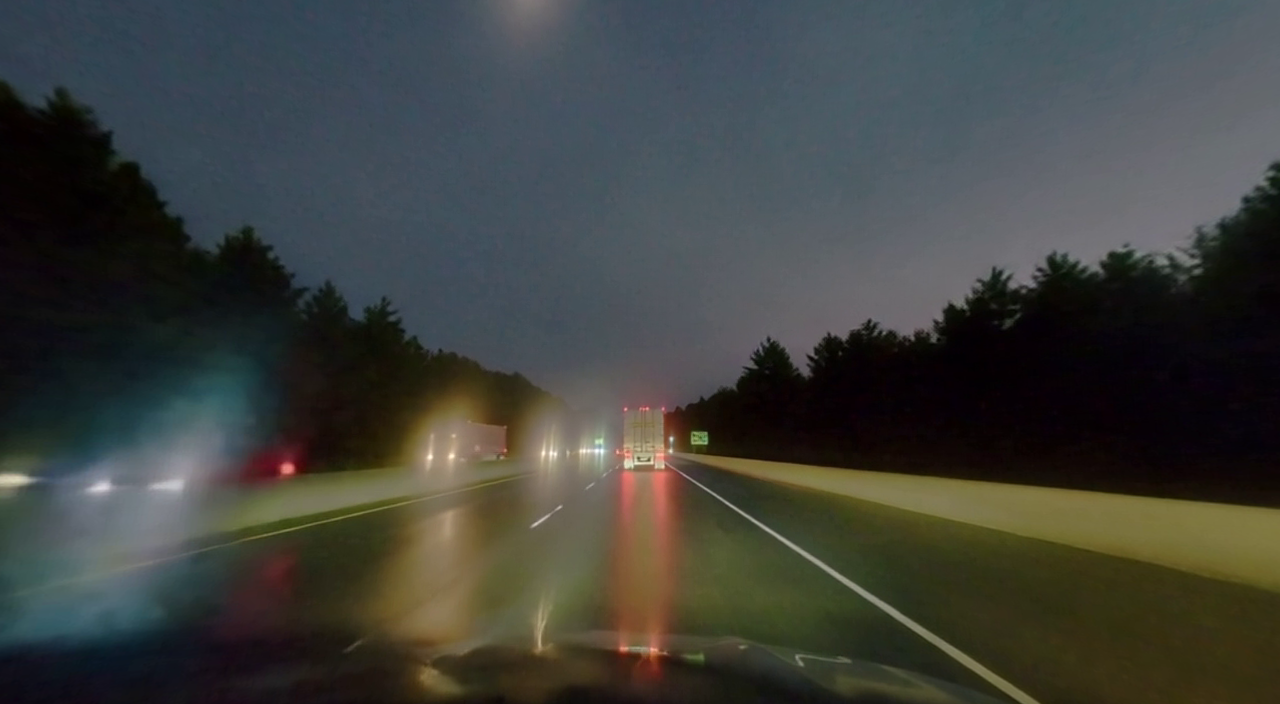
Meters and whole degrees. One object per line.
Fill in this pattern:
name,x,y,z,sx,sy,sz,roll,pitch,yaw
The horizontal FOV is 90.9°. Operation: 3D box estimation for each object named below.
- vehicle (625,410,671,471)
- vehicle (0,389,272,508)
vehicle,0.486,6.586,46.638,3.024,3.965,10.399,0,-9,-1
vehicle,-12.759,2.524,16.615,2.282,2.547,5.989,0,-9,1
